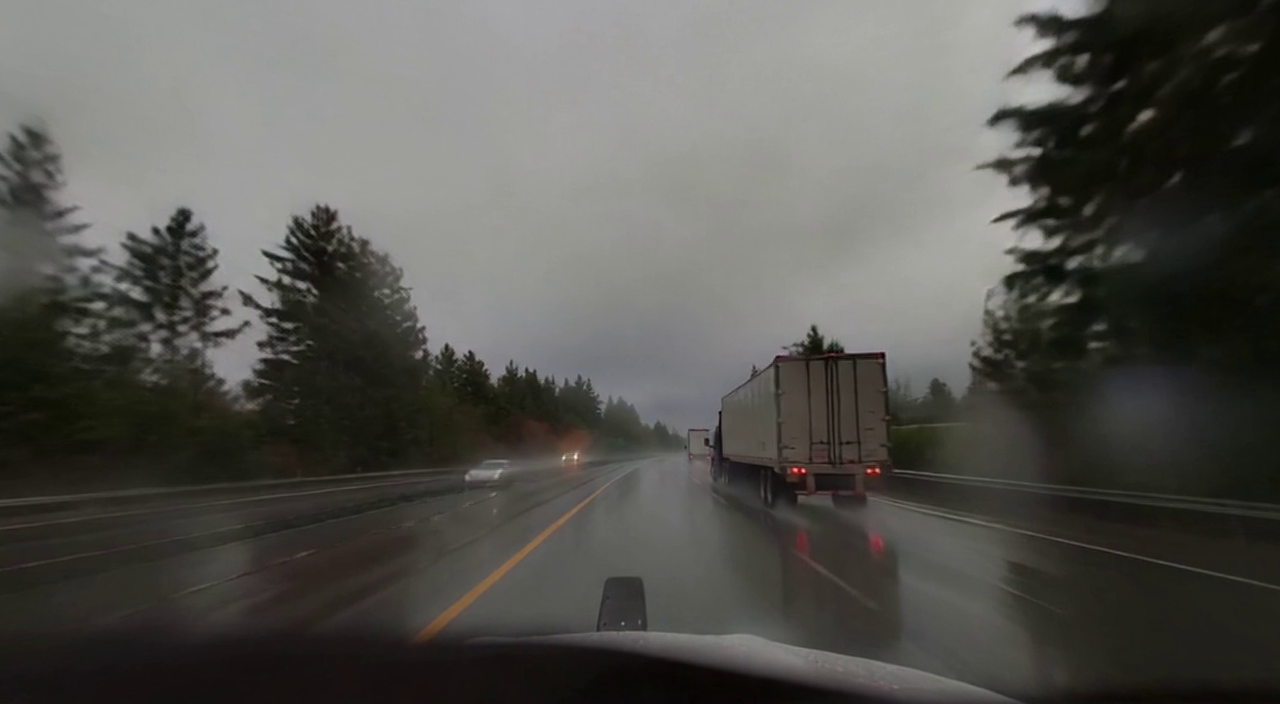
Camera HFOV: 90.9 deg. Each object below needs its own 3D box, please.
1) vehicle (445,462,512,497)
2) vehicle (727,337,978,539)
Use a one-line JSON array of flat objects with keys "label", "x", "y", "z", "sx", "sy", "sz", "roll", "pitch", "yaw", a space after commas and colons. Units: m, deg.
[{"label": "vehicle", "x": -7.937, "y": 6.295, "z": 31.503, "sx": 2.007, "sy": 1.493, "sz": 4.671, "roll": 0, "pitch": -9, "yaw": 1}, {"label": "vehicle", "x": 4.516, "y": 2.386, "z": 16.976, "sx": 2.866, "sy": 3.558, "sz": 11.674, "roll": 0, "pitch": -9, "yaw": 1}]
